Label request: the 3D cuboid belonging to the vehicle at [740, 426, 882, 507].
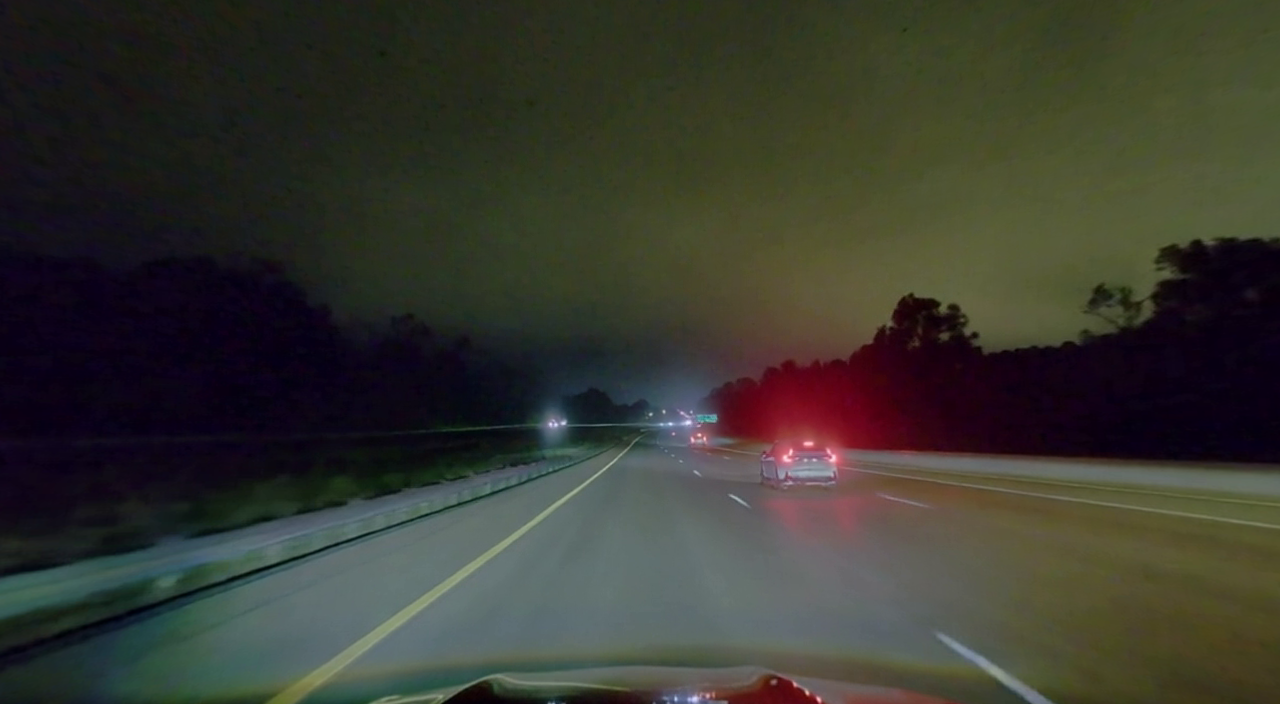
[{"bbox_3d":[3.679,2.558,14.504,2.050,1.546,4.344,0,-8,0],"label":"vehicle"}]
